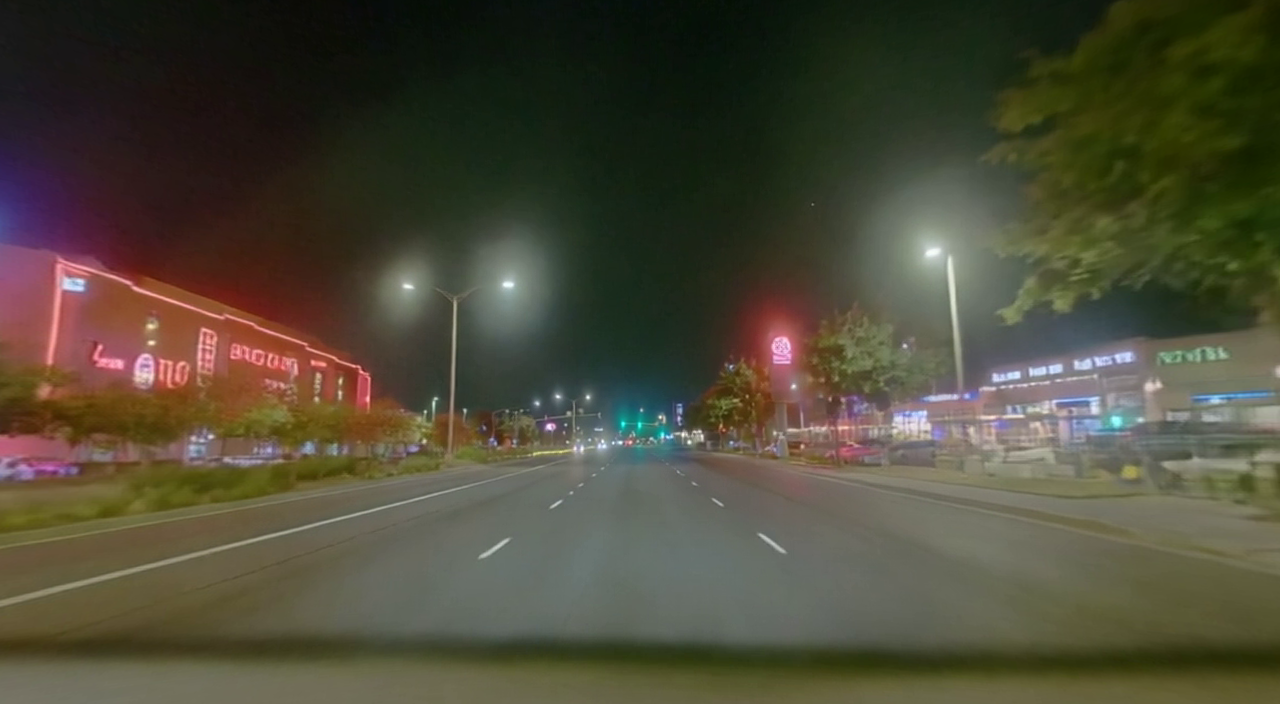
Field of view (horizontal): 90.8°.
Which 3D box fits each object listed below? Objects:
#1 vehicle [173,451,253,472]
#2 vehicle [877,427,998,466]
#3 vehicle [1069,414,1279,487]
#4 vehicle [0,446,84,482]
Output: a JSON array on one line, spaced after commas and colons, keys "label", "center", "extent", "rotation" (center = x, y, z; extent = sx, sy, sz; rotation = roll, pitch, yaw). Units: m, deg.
[{"label": "vehicle", "center": [-31.301, 8.007, 46.393], "extent": [4.593, 1.433, 1.711], "rotation": [0, -8, -1]}, {"label": "vehicle", "center": [13.377, 4.279, 28.568], "extent": [4.386, 1.570, 2.043], "rotation": [-1, -9, -2]}, {"label": "vehicle", "center": [14.337, 2.496, 16.160], "extent": [5.134, 1.732, 2.047], "rotation": [0, -8, 0]}, {"label": "vehicle", "center": [-30.722, 5.556, 31.495], "extent": [4.189, 1.678, 1.887], "rotation": [0, -8, 1]}]
